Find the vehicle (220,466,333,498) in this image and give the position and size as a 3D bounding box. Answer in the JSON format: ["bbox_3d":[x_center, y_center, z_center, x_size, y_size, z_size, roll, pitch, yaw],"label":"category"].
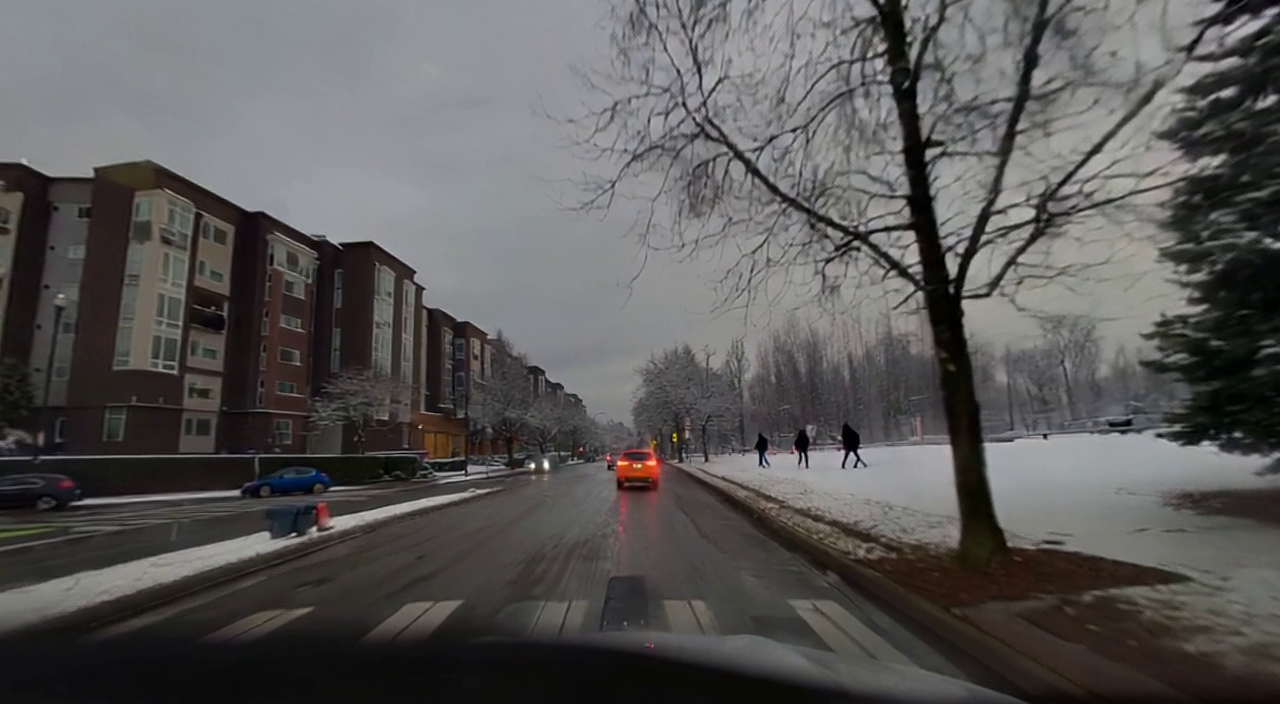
[{"bbox_3d":[-18.882,6.718,32.867,2.116,1.409,4.607,-9,-12,43],"label":"vehicle"}]

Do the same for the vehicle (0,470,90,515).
[{"bbox_3d":[-25.515,5.748,25.898,2.038,1.618,4.086,-9,-12,43],"label":"vehicle"}]

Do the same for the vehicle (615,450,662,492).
[{"bbox_3d":[-0.057,4.182,22.248,1.559,1.351,2.452,-1,-10,0],"label":"vehicle"}]
